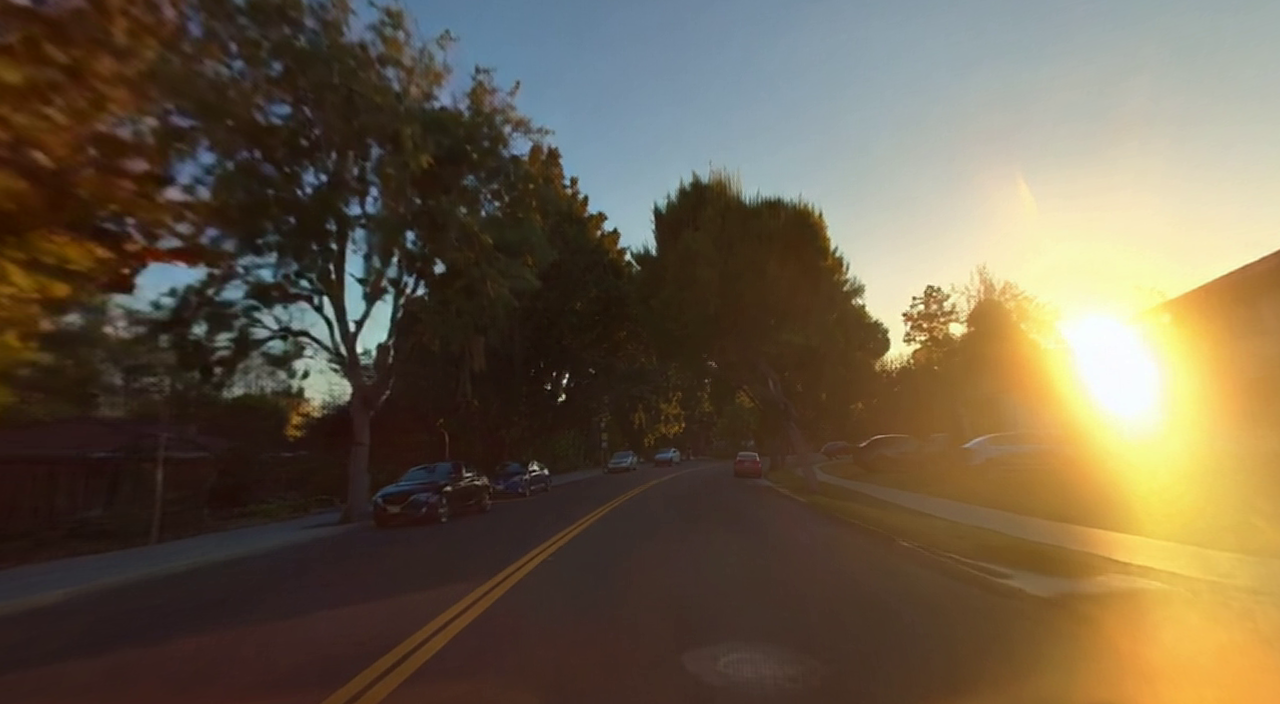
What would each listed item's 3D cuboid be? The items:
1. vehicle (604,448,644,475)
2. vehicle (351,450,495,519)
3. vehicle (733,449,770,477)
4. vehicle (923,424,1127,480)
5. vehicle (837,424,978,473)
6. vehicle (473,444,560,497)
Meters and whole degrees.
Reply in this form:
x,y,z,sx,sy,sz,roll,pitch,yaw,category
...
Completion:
x,y,z,sx,sy,sz,roll,pitch,yaw,category
-1.085,7.805,44.667,2.005,1.557,4.172,-3,-14,10,vehicle
-5.292,3.455,16.078,1.886,1.494,4.149,-2,-14,5,vehicle
6.444,6.408,36.780,1.972,1.460,4.137,-2,-8,8,vehicle
11.334,2.974,18.879,4.744,1.507,1.953,-1,-8,2,vehicle
11.045,4.054,26.486,5.009,1.906,2.046,-2,-9,9,vehicle
-4.456,4.491,23.464,1.972,1.536,4.347,-3,-16,5,vehicle
